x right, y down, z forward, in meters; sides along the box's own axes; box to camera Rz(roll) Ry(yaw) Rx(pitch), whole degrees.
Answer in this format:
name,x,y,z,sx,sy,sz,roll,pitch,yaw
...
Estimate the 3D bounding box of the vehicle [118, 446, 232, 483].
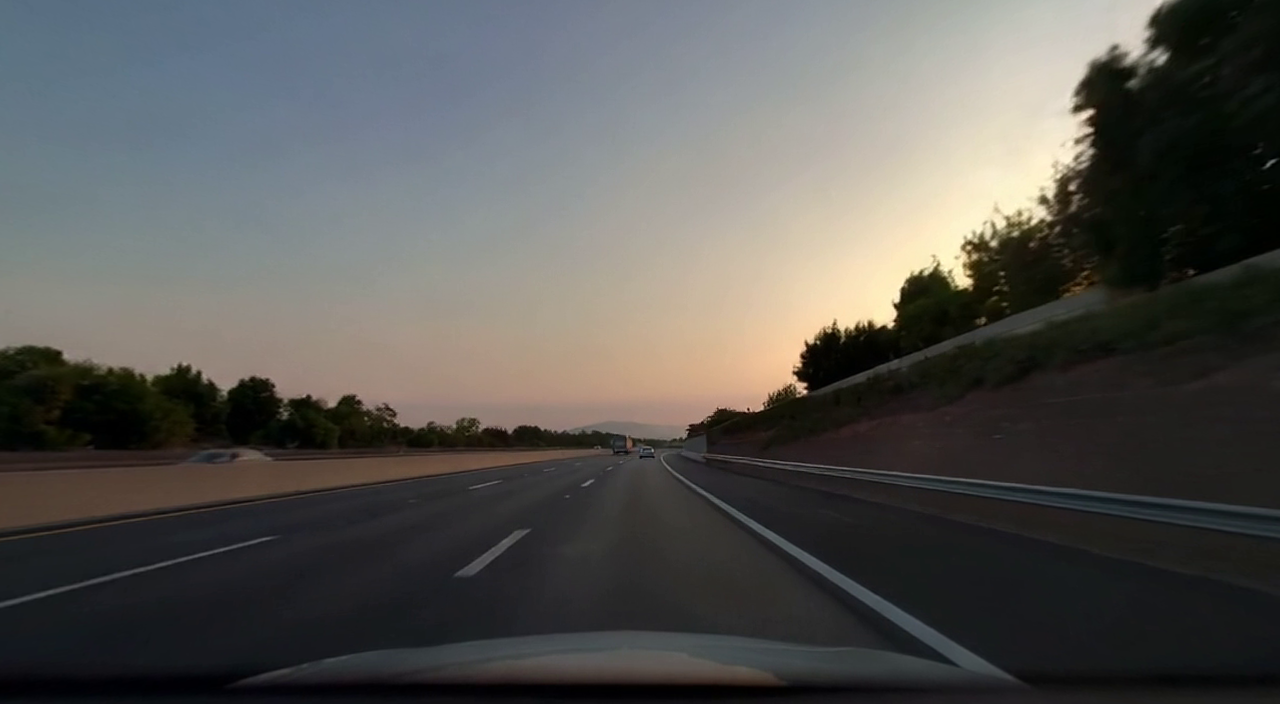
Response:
name,x,y,z,sx,sy,sz,roll,pitch,yaw
vehicle,-19.742,4.771,26.916,1.860,1.452,3.925,-1,-9,0
